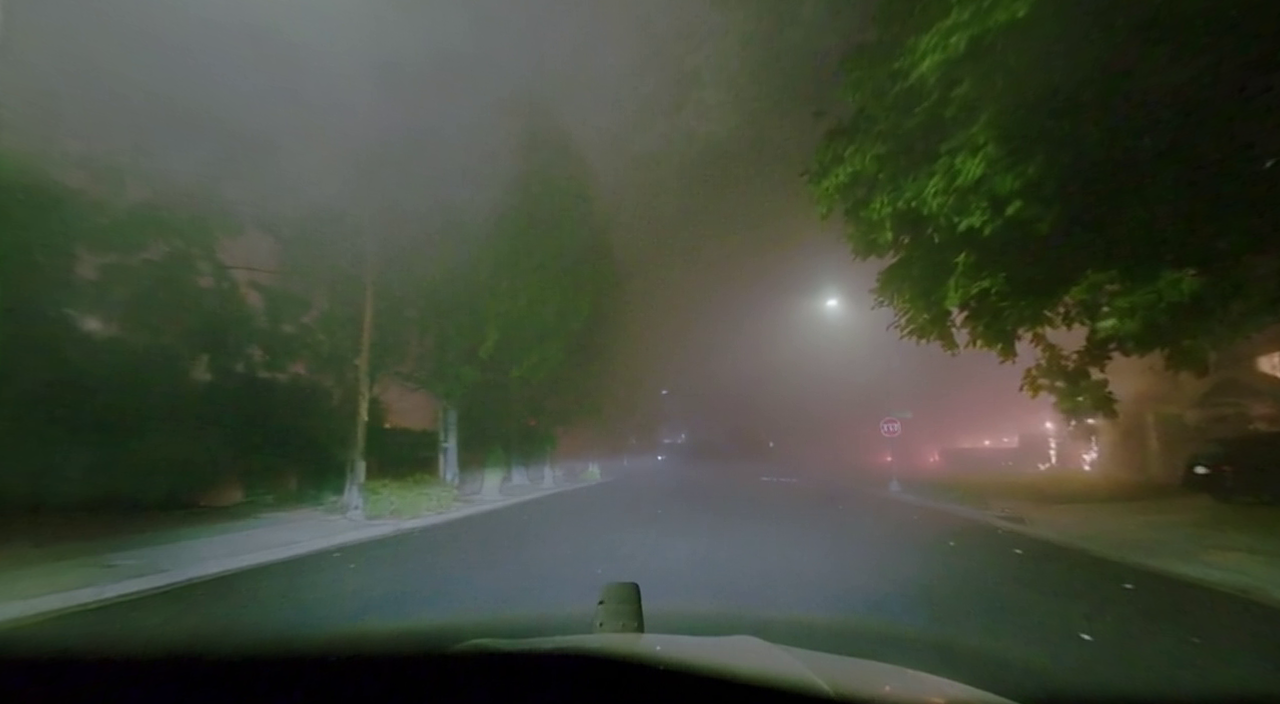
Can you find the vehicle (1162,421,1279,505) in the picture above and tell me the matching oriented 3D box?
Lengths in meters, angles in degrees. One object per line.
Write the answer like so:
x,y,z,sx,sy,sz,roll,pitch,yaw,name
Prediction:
13.823,2.247,13.092,4.589,1.526,2.133,1,-9,-13,vehicle
